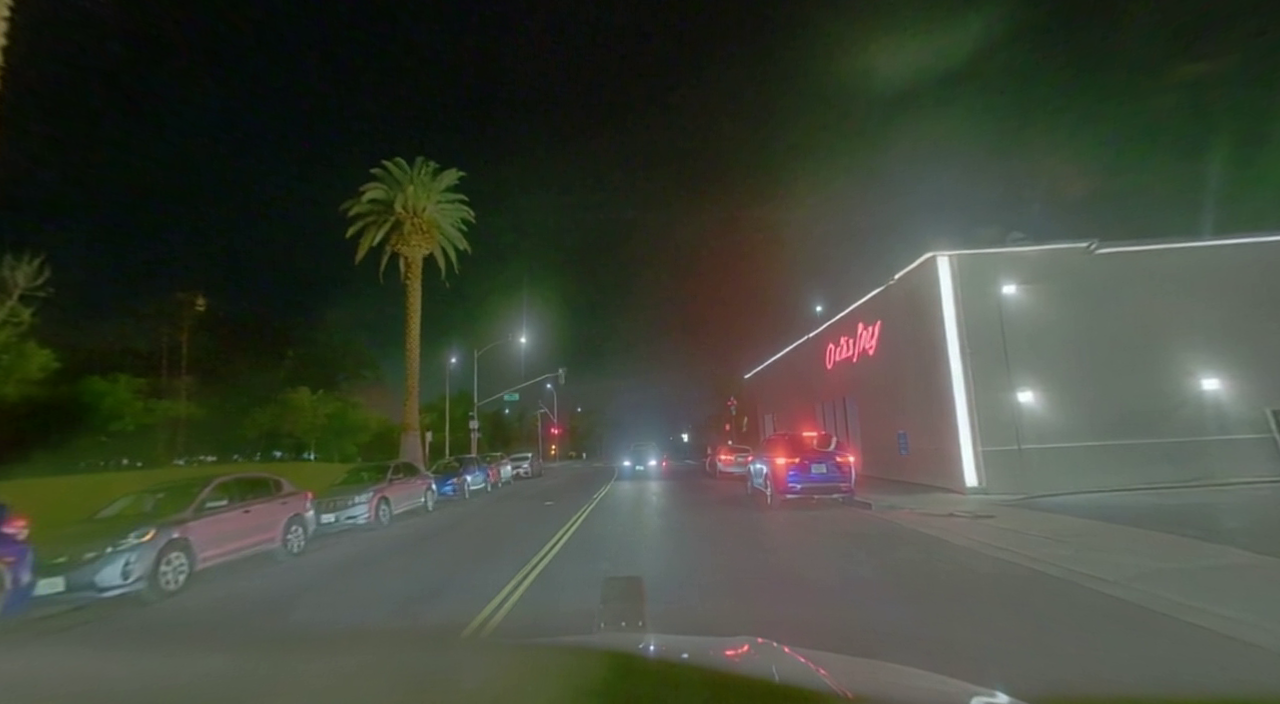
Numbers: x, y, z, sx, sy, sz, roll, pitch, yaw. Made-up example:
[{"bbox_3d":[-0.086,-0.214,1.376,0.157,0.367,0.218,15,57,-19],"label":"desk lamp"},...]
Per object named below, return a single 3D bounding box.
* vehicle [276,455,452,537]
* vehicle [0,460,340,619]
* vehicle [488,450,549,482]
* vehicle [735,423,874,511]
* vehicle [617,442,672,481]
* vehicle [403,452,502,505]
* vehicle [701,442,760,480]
[{"bbox_3d":[-6.067,3.181,14.603,1.874,1.472,4.668,0,-8,1],"label":"vehicle"},{"bbox_3d":[-6.188,2.297,8.679,1.810,1.489,4.336,-1,-8,2],"label":"vehicle"},{"bbox_3d":[-6.085,5.762,32.228,2.105,1.469,4.693,0,-8,1],"label":"vehicle"},{"bbox_3d":[3.769,2.743,15.554,2.099,1.786,5.198,0,-8,1],"label":"vehicle"},{"bbox_3d":[0.153,4.392,25.583,2.060,1.452,4.078,0,-8,0],"label":"vehicle"},{"bbox_3d":[-5.995,4.072,20.798,1.850,1.482,4.454,0,-8,1],"label":"vehicle"},{"bbox_3d":[3.707,4.536,26.582,1.821,1.417,4.454,0,-8,0],"label":"vehicle"}]
